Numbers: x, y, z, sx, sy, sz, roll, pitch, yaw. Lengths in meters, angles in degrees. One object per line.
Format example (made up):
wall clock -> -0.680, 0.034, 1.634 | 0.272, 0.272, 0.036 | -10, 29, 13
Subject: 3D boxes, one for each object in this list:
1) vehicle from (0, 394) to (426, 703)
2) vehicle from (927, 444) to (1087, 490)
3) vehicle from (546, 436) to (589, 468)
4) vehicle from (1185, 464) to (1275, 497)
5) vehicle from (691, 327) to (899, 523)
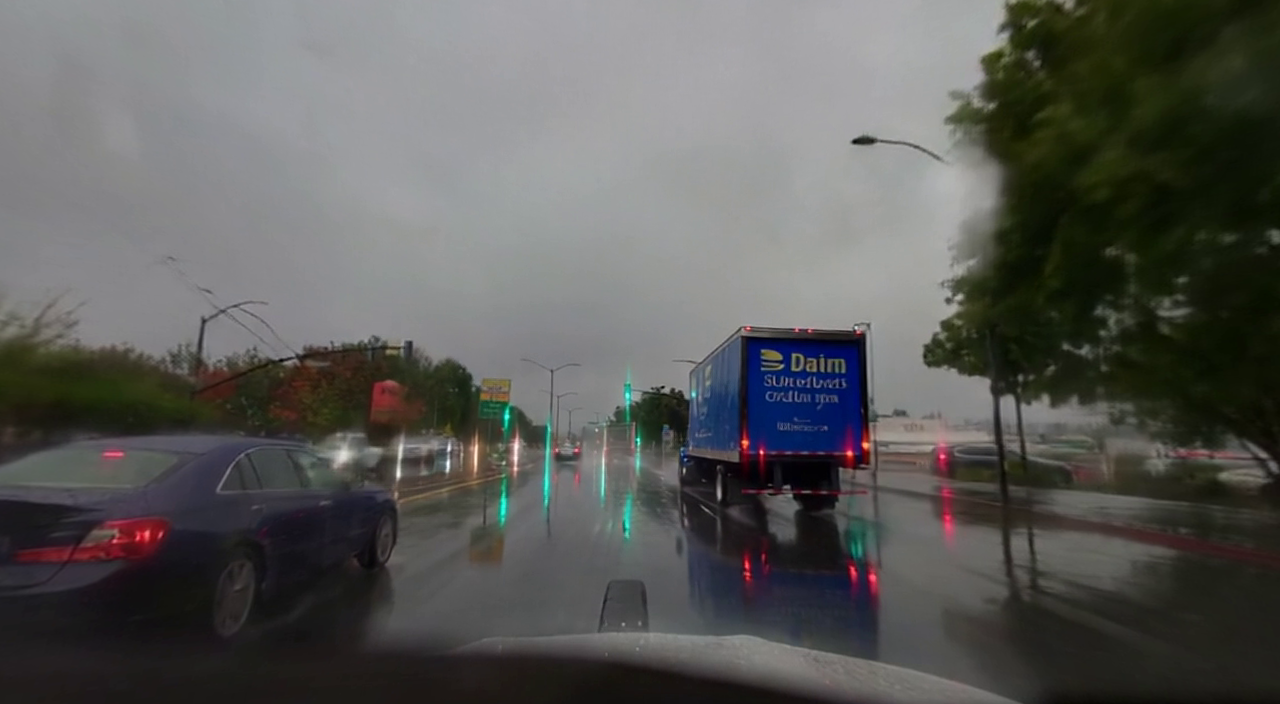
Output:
vehicle -> -3.468, 1.282, 5.156 | 1.828, 1.515, 4.422 | 0, -9, 0
vehicle -> 16.172, 5.082, 28.059 | 5.670, 1.895, 2.219 | -2, -9, 15
vehicle -> -4.409, 6.113, 38.360 | 2.388, 1.811, 4.455 | 1, -9, -6
vehicle -> 34.980, 7.598, 37.389 | 2.066, 1.643, 4.614 | -3, -9, 19
vehicle -> 3.225, 1.959, 15.983 | 2.905, 3.644, 8.441 | 0, -8, -1
